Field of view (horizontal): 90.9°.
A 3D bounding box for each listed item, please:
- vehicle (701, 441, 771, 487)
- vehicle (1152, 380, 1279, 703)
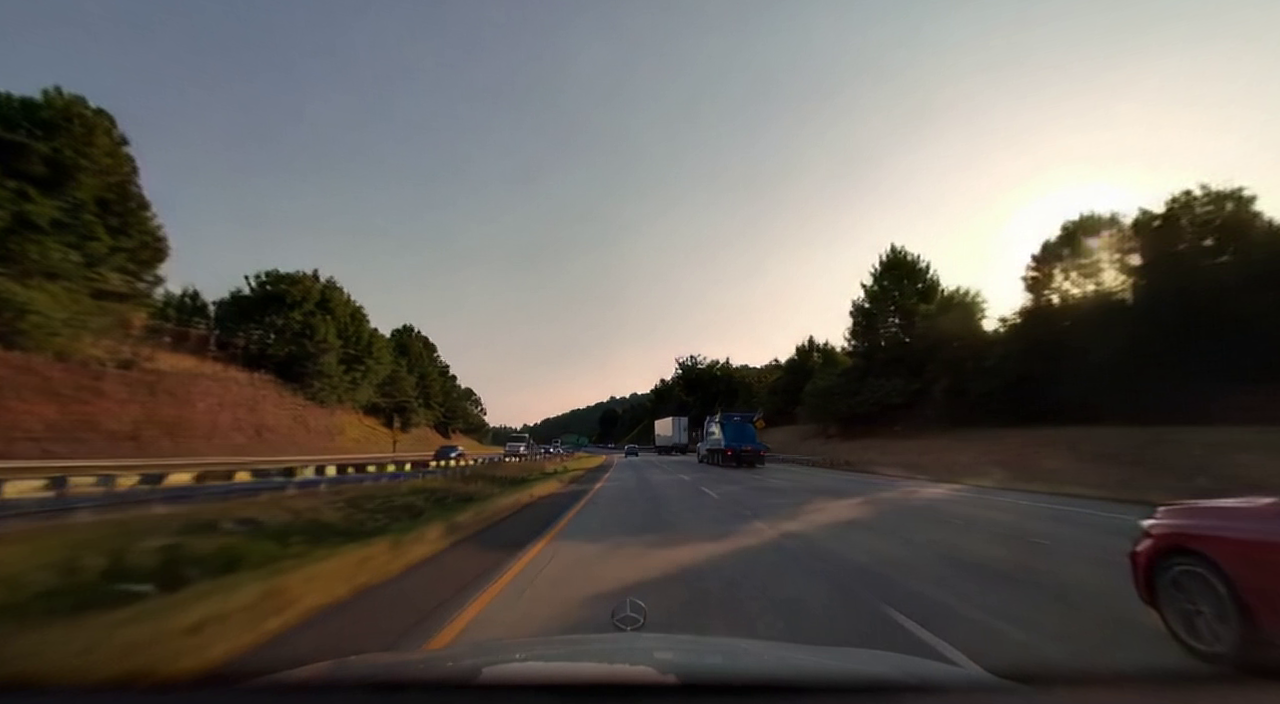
[{"bbox_3d":[3.651,4.368,24.832,2.022,1.658,4.132,0,-9,-1],"label":"vehicle"},{"bbox_3d":[3.878,0.719,1.434,2.005,1.604,4.002,0,-9,0],"label":"vehicle"}]
